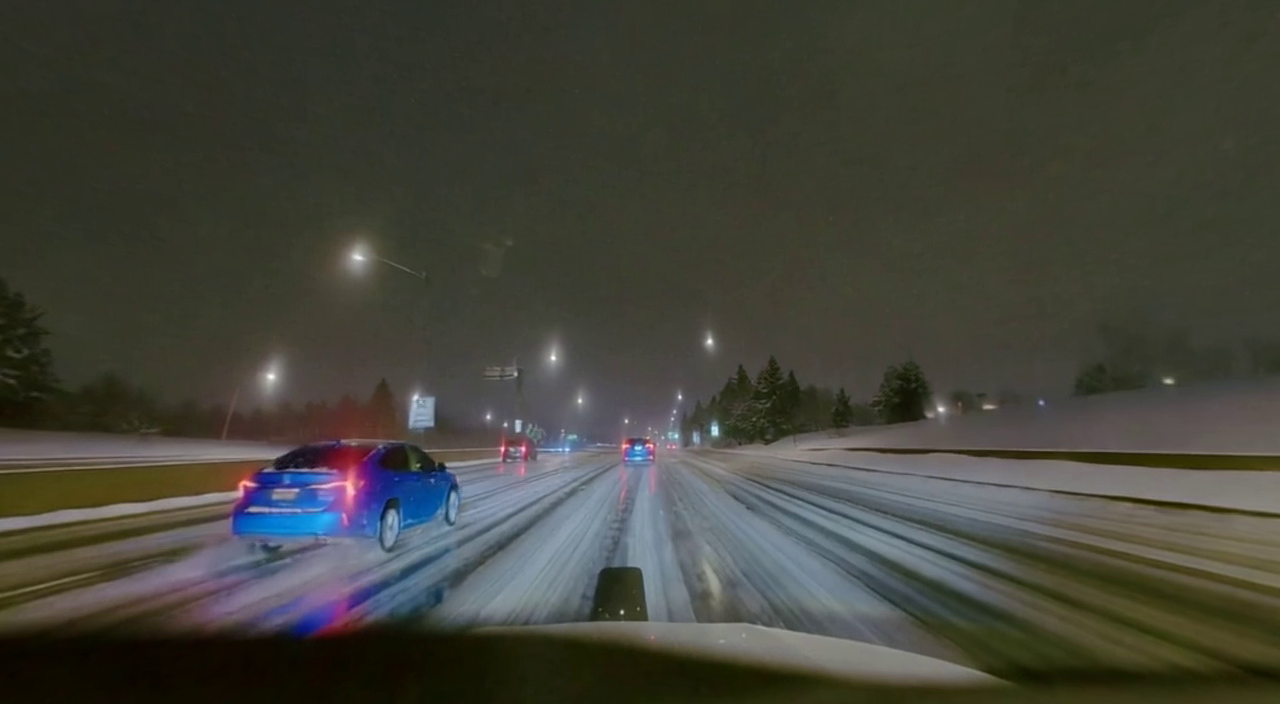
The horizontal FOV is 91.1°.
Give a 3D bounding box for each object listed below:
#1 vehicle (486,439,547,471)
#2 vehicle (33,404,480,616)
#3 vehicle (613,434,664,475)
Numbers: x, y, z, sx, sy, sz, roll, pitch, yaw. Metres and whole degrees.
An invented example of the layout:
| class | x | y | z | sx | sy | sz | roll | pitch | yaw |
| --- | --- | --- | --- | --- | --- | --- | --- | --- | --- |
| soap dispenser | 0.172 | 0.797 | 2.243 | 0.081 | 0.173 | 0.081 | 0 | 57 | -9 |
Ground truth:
| class | x | y | z | sx | sy | sz | roll | pitch | yaw |
| --- | --- | --- | --- | --- | --- | --- | --- | --- | --- |
| vehicle | -6.205 | 5.225 | 32.085 | 1.994 | 1.519 | 4.668 | 0 | -9 | 2 |
| vehicle | -3.543 | 1.552 | 7.150 | 2.124 | 1.607 | 4.531 | 0 | -9 | 1 |
| vehicle | -0.027 | 4.650 | 28.580 | 2.155 | 1.690 | 4.318 | 0 | -9 | 1 |
